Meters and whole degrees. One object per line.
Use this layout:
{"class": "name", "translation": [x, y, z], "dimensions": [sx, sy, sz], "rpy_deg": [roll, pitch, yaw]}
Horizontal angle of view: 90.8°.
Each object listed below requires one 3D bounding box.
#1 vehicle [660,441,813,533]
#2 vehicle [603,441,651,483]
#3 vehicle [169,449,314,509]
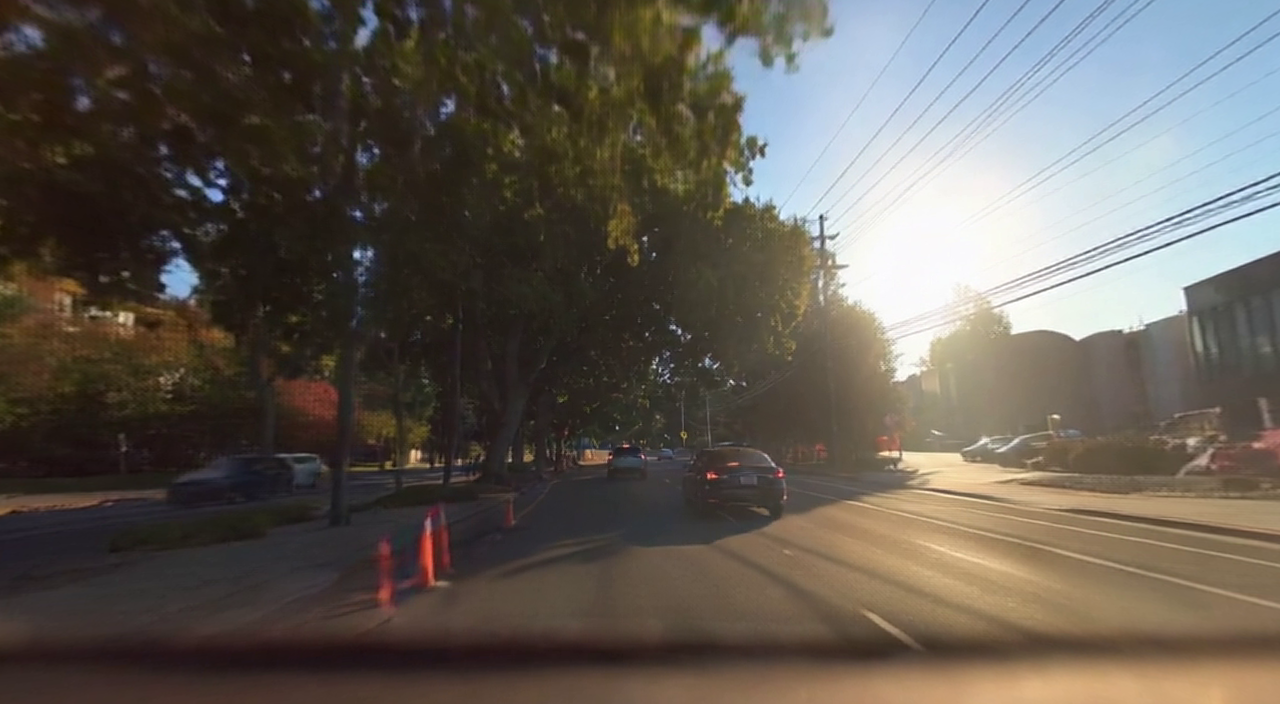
{"class": "vehicle", "translation": [1.671, 2.564, 12.760], "dimensions": [1.977, 1.460, 4.565], "rpy_deg": [0, -8, -5]}
{"class": "vehicle", "translation": [-0.555, 4.925, 28.660], "dimensions": [2.050, 1.745, 3.915], "rpy_deg": [-1, -8, 0]}
{"class": "vehicle", "translation": [-12.485, 3.950, 20.186], "dimensions": [1.871, 1.639, 4.289], "rpy_deg": [0, -8, -1]}
